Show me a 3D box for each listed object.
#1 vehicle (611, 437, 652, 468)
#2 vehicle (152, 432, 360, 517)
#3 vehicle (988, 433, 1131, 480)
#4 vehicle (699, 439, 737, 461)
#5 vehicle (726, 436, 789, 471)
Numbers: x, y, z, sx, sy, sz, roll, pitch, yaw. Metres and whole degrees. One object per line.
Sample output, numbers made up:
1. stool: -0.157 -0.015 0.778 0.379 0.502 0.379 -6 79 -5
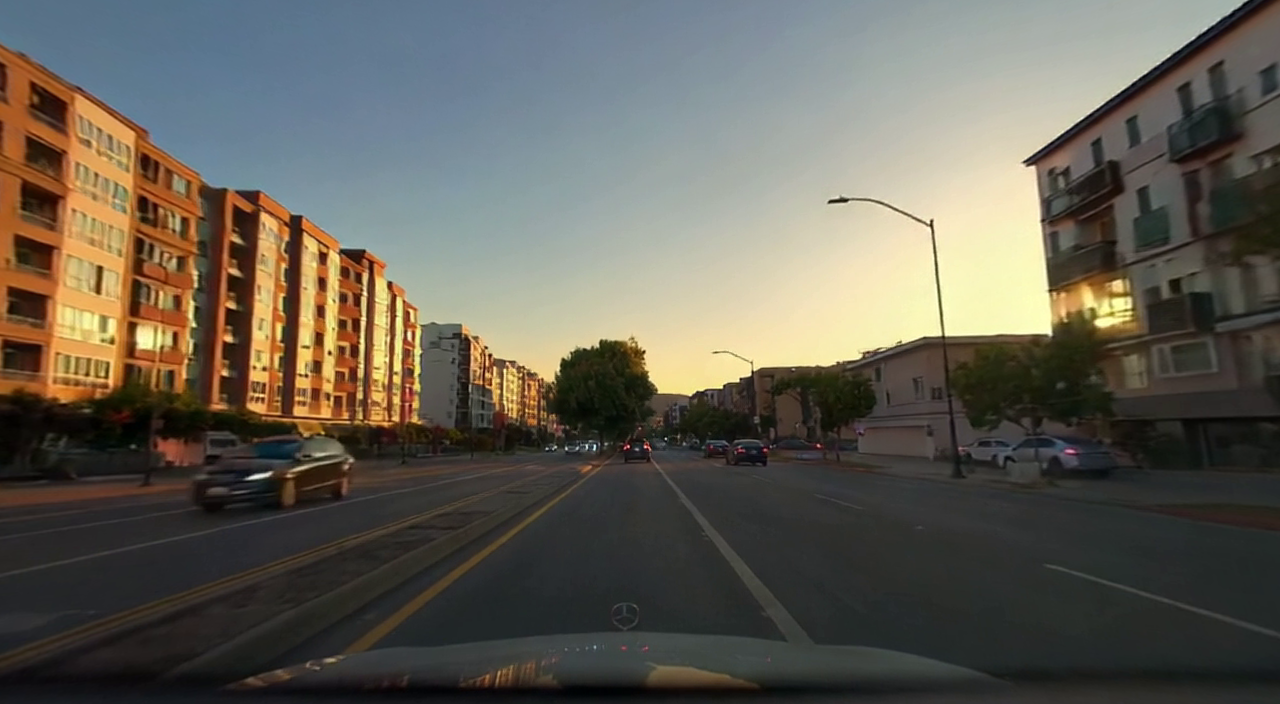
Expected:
1. vehicle: -0.436 5.502 34.572 2.106 1.553 3.964 0 -9 0
2. vehicle: -8.662 2.774 14.811 2.010 1.674 4.484 0 -9 0
3. vehicle: 15.001 3.773 22.913 2.025 1.523 4.581 0 -8 0
4. vehicle: 5.680 7.207 46.263 2.154 1.554 4.149 1 -9 -2
5. vehicle: 5.740 5.049 31.433 2.121 1.557 4.898 0 -9 -1
